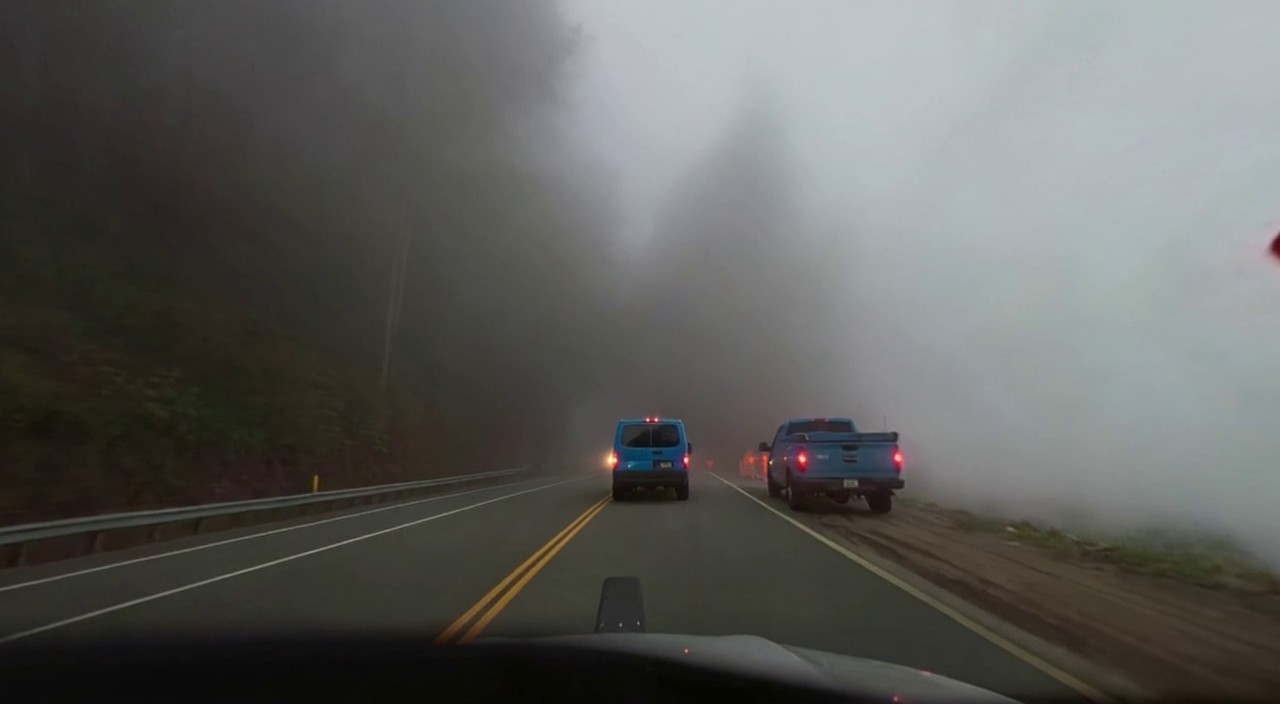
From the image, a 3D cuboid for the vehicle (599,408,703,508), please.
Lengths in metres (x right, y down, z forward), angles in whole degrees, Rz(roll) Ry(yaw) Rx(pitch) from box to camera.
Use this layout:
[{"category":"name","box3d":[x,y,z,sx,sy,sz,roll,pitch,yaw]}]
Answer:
[{"category":"vehicle","box3d":[0.459,2.782,16.966,2.362,2.247,4.892,-1,-9,5]}]

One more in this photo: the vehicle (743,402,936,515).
[{"category":"vehicle","box3d":[4.259,2.517,15.440,2.833,2.033,7.668,-1,-9,5]}]
